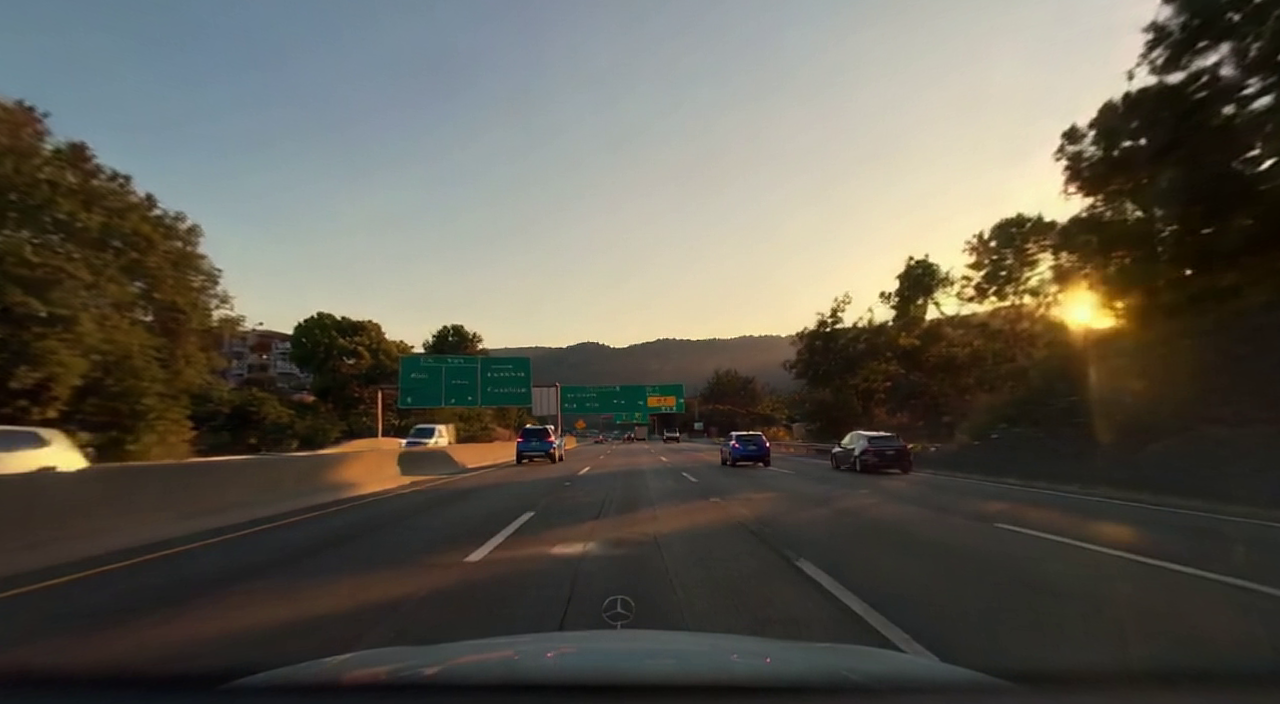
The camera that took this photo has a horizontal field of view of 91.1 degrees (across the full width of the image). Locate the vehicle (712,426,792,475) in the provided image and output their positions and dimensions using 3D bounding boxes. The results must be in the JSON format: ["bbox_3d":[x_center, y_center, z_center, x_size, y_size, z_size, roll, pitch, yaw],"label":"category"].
[{"bbox_3d":[3.896,3.493,22.681,2.011,1.576,4.060,0,-8,-2],"label":"vehicle"}]

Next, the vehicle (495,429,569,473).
[{"bbox_3d":[-3.840,3.577,23.090,2.032,1.465,4.316,0,-8,-1],"label":"vehicle"}]

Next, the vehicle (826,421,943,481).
[{"bbox_3d":[7.379,3.012,19.430,1.956,1.634,3.935,0,-8,-1],"label":"vehicle"}]
